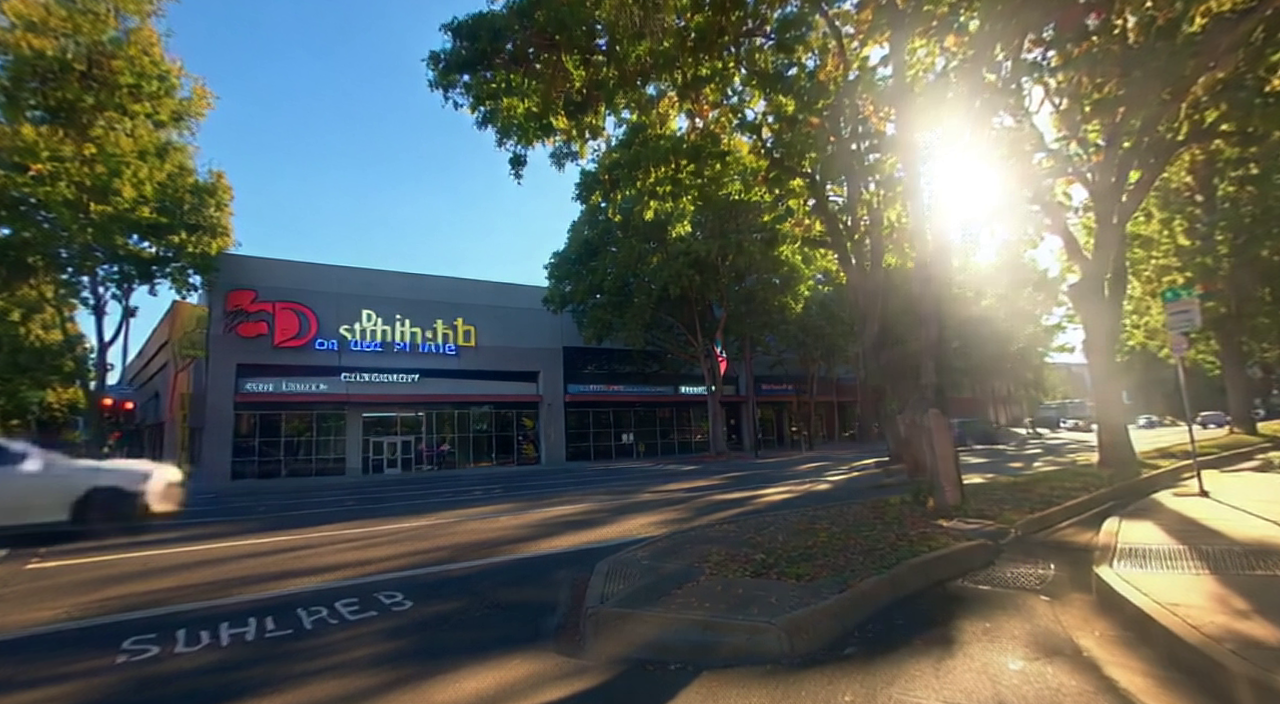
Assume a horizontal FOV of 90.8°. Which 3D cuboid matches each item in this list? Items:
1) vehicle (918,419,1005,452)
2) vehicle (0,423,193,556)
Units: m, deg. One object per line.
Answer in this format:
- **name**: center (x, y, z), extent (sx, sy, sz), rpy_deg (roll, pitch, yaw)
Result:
- **vehicle**: center (15.578, 4.053, 30.506), extent (4.442, 1.458, 1.902), rpy_deg (6, -11, -37)
- **vehicle**: center (-8.311, 1.698, 7.974), extent (4.182, 1.536, 1.885), rpy_deg (6, -11, -37)
